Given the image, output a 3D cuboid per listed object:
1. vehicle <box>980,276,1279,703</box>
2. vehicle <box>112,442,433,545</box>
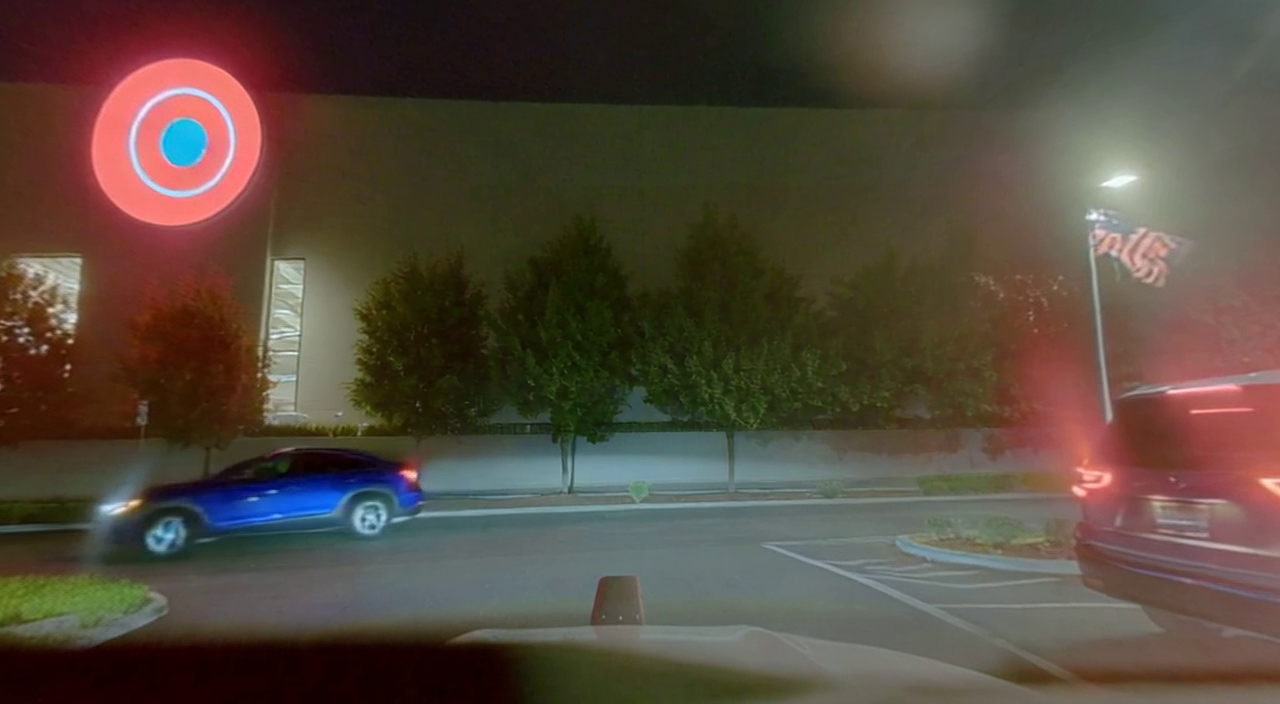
[{"bbox_3d":[4.978,0.780,3.430,4.864,1.916,2.413,1,-8,-5],"label":"vehicle"},{"bbox_3d":[-6.896,2.686,12.485,4.957,1.788,2.092,1,-8,-7],"label":"vehicle"}]
